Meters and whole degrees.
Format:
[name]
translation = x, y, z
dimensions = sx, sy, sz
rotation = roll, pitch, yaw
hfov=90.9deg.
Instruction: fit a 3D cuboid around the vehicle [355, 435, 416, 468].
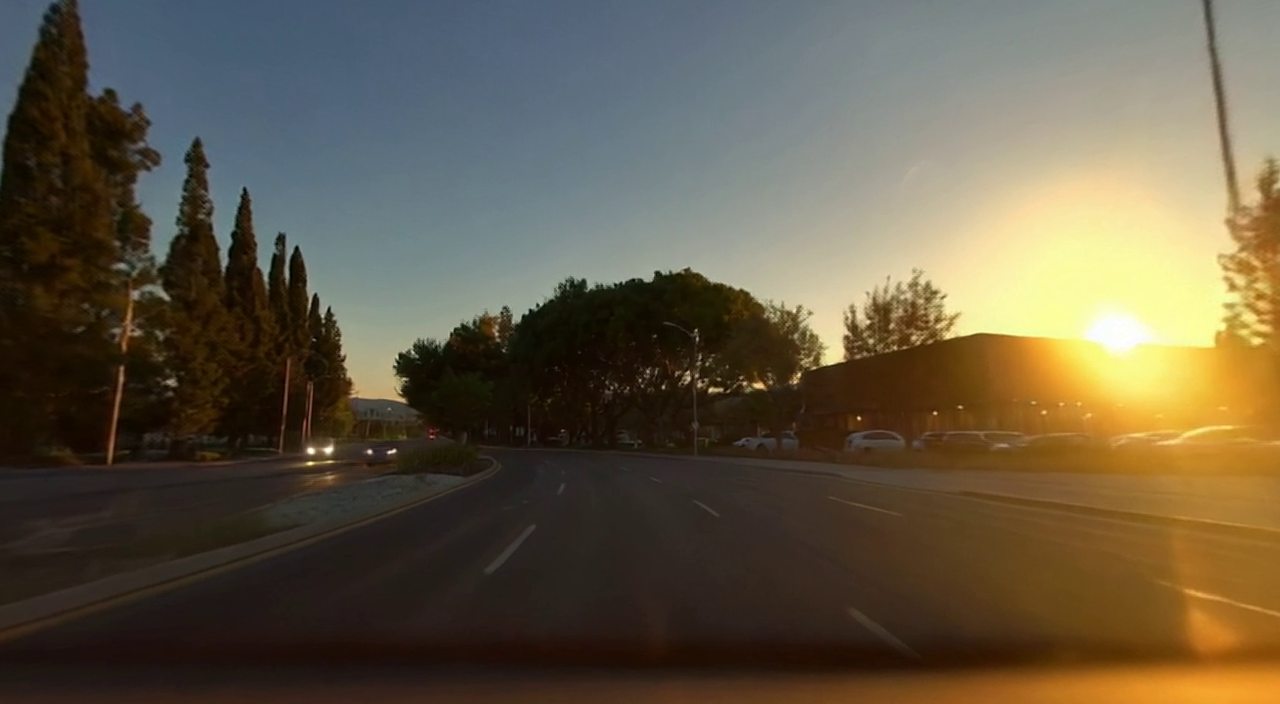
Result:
[vehicle]
translation = -14.914, 5.848, 37.260
dimensions = 2.349, 1.790, 4.940
rotation = 1, -9, -11
